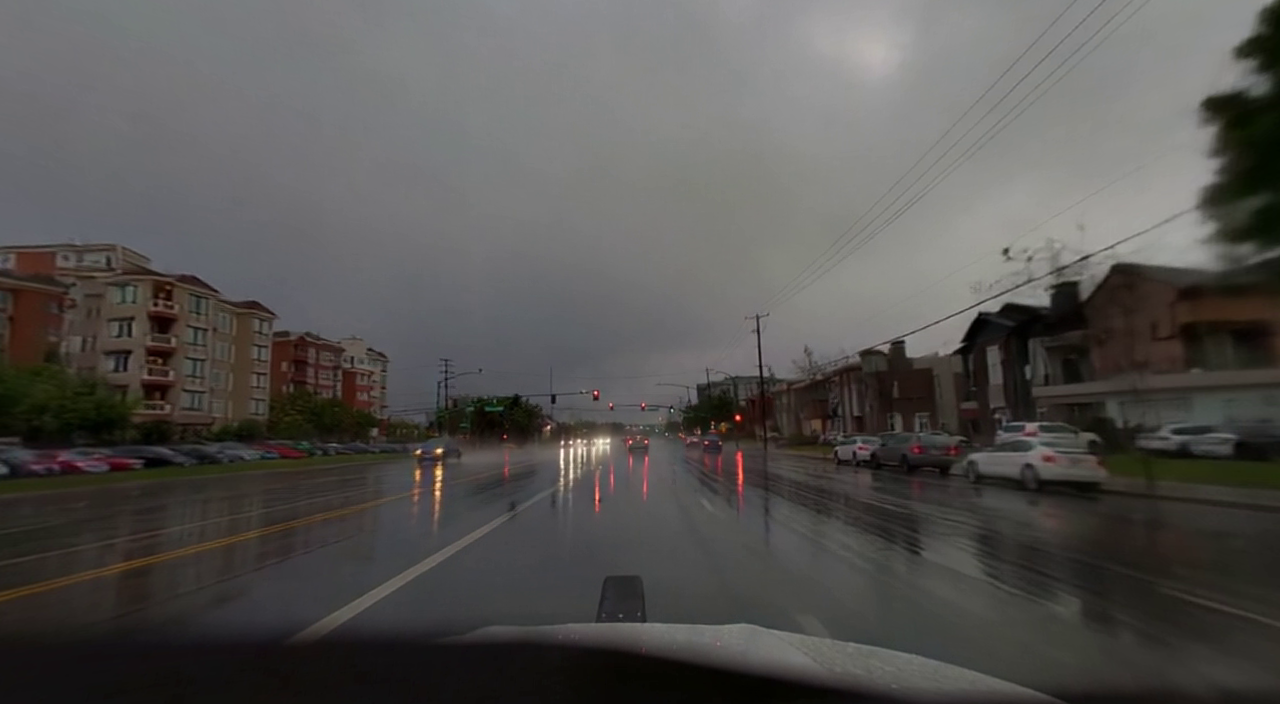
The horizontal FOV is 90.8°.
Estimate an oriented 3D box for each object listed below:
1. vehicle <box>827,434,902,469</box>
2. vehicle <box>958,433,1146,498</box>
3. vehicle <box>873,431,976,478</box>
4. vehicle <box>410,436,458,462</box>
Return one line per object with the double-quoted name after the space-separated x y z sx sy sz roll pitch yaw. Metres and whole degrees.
10.404 4.650 29.643 1.948 1.489 4.276 0 -9 1 "vehicle"
10.346 2.878 16.372 1.861 1.446 4.413 0 -9 -1 "vehicle"
10.587 3.836 23.874 1.905 1.597 4.040 0 -9 -2 "vehicle"
-14.271 6.744 44.006 2.046 1.682 4.518 0 -9 -3 "vehicle"
